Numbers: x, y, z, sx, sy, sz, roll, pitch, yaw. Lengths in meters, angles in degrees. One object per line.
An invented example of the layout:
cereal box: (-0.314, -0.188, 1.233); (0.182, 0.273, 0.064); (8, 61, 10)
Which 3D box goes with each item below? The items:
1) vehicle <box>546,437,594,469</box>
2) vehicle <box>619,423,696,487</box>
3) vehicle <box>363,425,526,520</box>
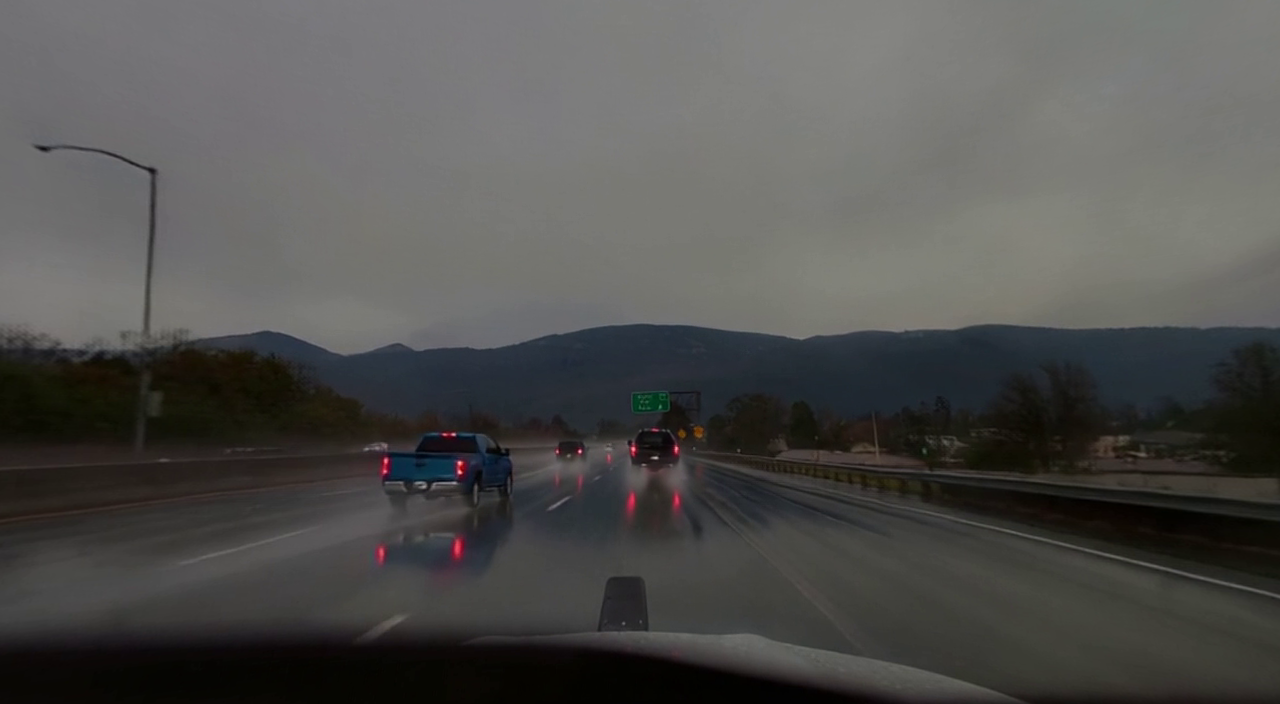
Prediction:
vehicle: (-3.778, 5.529, 34.757); (2.106, 1.651, 4.040); (-1, -8, 1)
vehicle: (0.553, 3.405, 21.070); (2.229, 1.837, 5.387); (-1, -8, 1)
vehicle: (-3.725, 2.370, 12.886); (1.959, 1.604, 4.065); (0, -8, 1)
